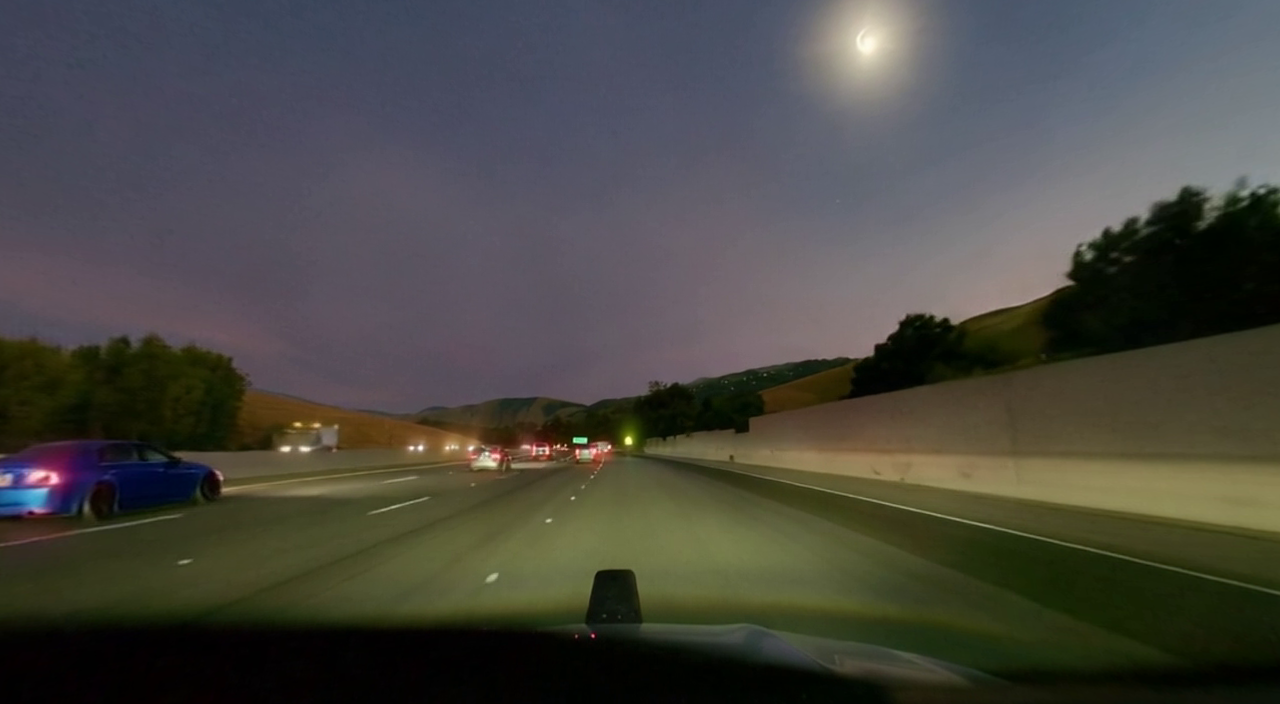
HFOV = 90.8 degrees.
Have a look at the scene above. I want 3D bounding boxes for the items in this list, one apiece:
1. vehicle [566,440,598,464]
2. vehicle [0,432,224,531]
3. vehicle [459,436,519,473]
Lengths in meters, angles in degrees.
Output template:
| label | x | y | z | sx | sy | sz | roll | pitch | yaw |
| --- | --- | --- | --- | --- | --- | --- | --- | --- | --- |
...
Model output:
| label | x | y | z | sx | sy | sz | roll | pitch | yaw |
| --- | --- | --- | --- | --- | --- | --- | --- | --- | --- |
| vehicle | -4.274 | 7.410 | 46.902 | 2.115 | 1.713 | 4.263 | 0 | -8 | -2 |
| vehicle | -10.425 | 2.307 | 11.911 | 1.949 | 1.475 | 4.740 | 0 | -8 | 0 |
| vehicle | -7.908 | 5.417 | 33.562 | 2.074 | 1.768 | 4.805 | 0 | -9 | -2 |
